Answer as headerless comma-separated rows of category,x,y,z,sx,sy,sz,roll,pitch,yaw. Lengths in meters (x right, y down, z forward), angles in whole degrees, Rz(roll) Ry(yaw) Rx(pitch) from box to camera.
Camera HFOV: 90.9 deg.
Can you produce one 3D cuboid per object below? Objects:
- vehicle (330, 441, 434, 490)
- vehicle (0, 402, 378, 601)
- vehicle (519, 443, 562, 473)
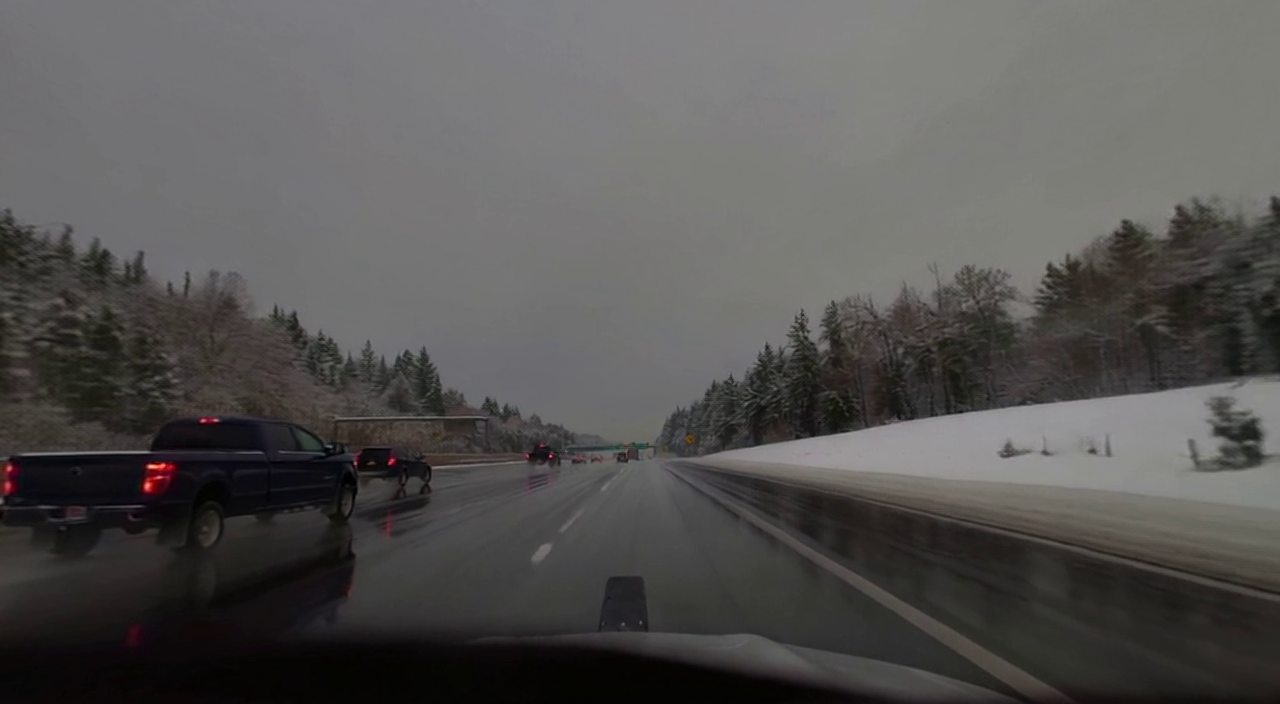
vehicle,-9.773,4.295,24.322,2.060,1.662,4.469,0,-8,1
vehicle,-6.242,1.804,8.879,2.403,1.773,6.276,0,-8,0
vehicle,-6.162,6.594,39.610,2.009,1.735,4.358,0,-8,0
